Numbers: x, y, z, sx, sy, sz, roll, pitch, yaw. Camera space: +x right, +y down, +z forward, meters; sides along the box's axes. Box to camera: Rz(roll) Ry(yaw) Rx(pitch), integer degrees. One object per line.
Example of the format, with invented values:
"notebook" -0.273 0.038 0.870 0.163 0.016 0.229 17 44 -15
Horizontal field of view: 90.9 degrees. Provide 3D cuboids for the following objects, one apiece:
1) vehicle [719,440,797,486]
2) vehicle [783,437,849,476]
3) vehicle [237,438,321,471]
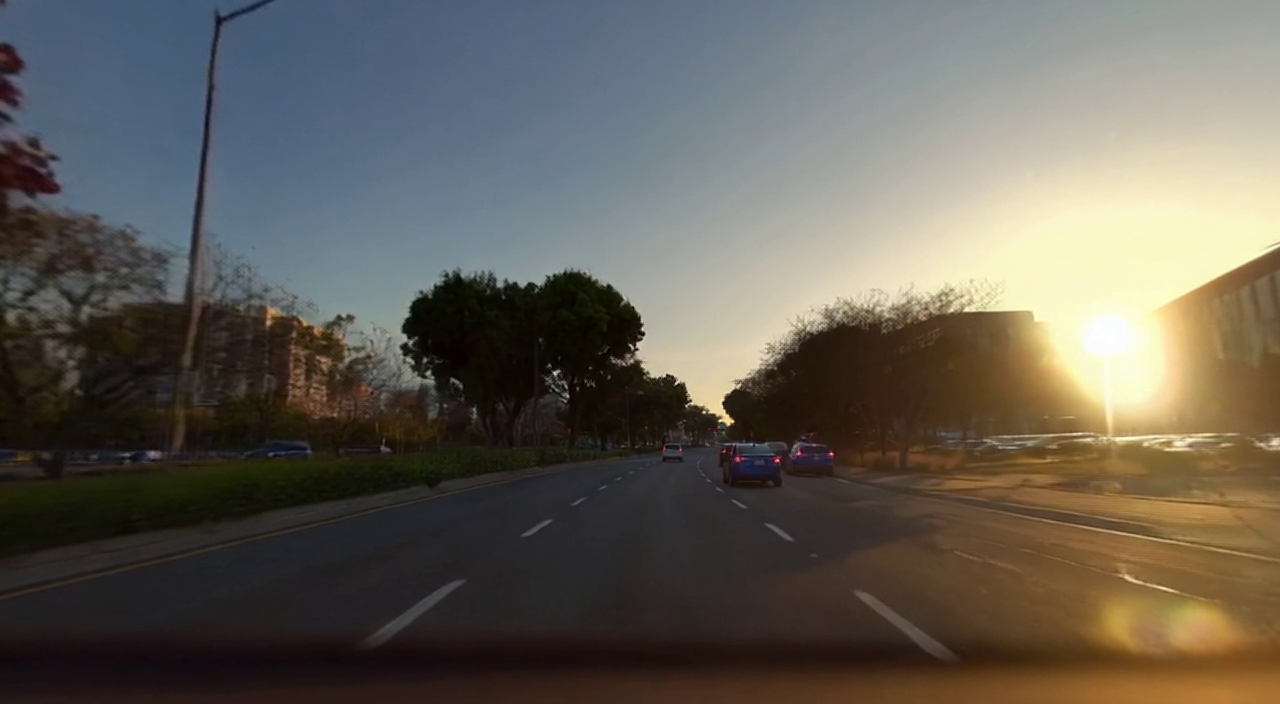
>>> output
"vehicle" 4.168 3.992 22.989 1.981 1.499 4.536 0 -8 0
"vehicle" 8.735 5.236 31.753 2.104 1.801 4.628 0 -8 2
"vehicle" -19.370 5.487 34.085 2.140 1.626 4.526 0 -8 -5
